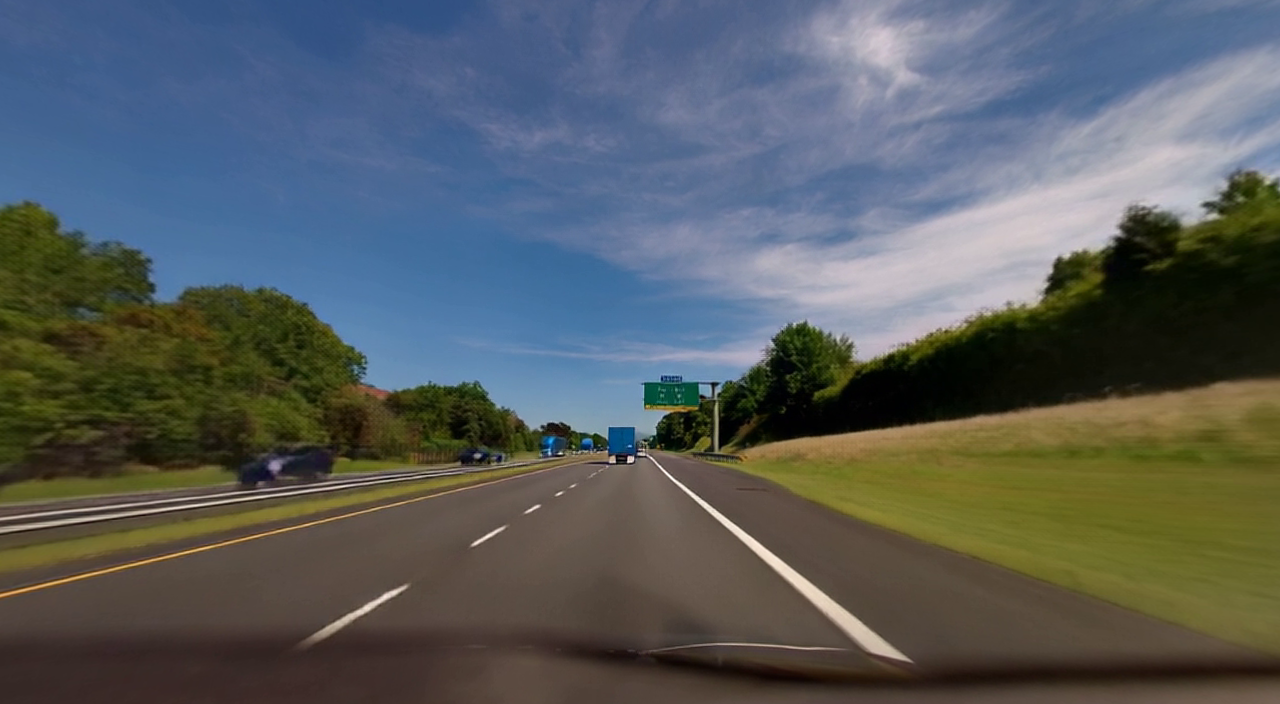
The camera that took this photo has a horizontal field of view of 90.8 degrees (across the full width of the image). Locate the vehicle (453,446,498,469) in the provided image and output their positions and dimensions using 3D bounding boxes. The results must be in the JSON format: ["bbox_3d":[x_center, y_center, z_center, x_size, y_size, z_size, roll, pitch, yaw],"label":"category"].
[{"bbox_3d":[-12.203,7.843,47.171,2.111,1.612,4.711,0,-9,0],"label":"vehicle"}]

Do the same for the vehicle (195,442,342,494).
[{"bbox_3d":[-12.048,3.783,20.899,2.108,1.493,4.427,0,-9,1],"label":"vehicle"}]
